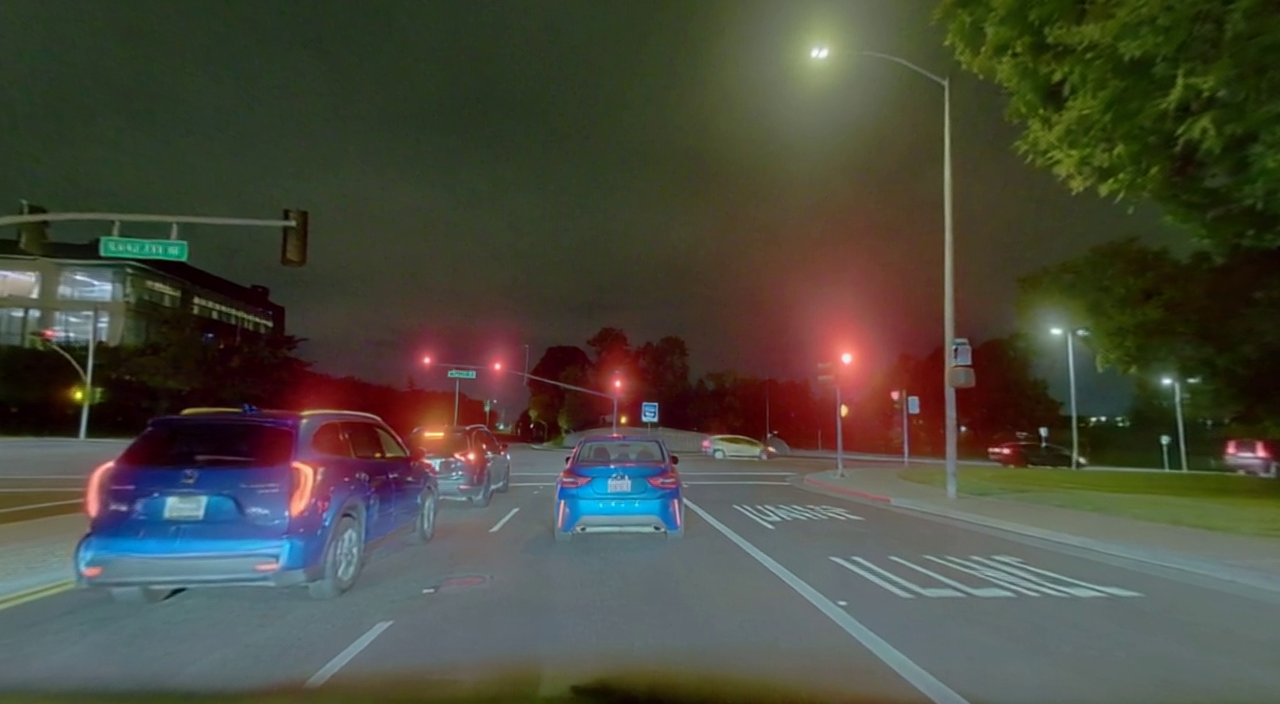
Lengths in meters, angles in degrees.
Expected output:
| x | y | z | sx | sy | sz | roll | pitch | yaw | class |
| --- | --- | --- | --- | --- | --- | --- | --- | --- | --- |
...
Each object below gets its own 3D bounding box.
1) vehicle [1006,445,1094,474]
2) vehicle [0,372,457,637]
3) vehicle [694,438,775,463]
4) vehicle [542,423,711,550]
| x | y | z | sx | sy | sz | roll | pitch | yaw | class |
| --- | --- | --- | --- | --- | --- | --- | --- | --- | --- |
| 26.747 | 7.019 | 41.267 | 4.394 | 1.802 | 1.924 | 0 | -8 | -3 | vehicle |
| -3.380 | 1.324 | 6.454 | 1.924 | 1.737 | 4.387 | 0 | -8 | -3 | vehicle |
| 5.841 | 6.099 | 39.244 | 4.609 | 1.513 | 1.861 | 1 | -8 | -5 | vehicle |
| -0.328 | 1.923 | 9.778 | 2.001 | 1.483 | 4.442 | 0 | -8 | -4 | vehicle |
